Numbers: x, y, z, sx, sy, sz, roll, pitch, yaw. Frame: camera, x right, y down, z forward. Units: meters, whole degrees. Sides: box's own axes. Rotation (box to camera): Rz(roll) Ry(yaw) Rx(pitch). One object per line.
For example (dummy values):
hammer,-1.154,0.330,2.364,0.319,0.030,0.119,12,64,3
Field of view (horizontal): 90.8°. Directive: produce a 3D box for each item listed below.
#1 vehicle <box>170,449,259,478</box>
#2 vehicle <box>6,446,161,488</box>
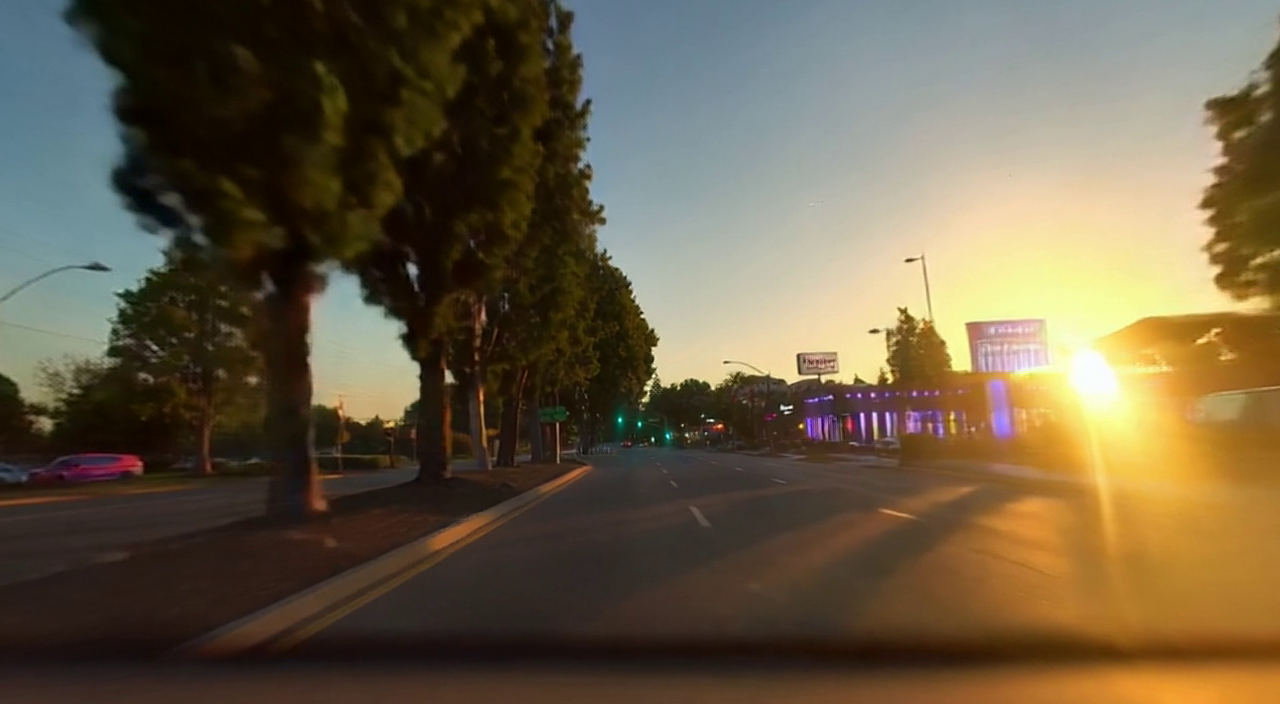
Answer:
vehicle,-27.533,7.198,41.087,4.529,1.711,1.972,4,-9,-28
vehicle,-28.123,5.798,32.244,5.442,1.936,2.127,4,-9,-26
